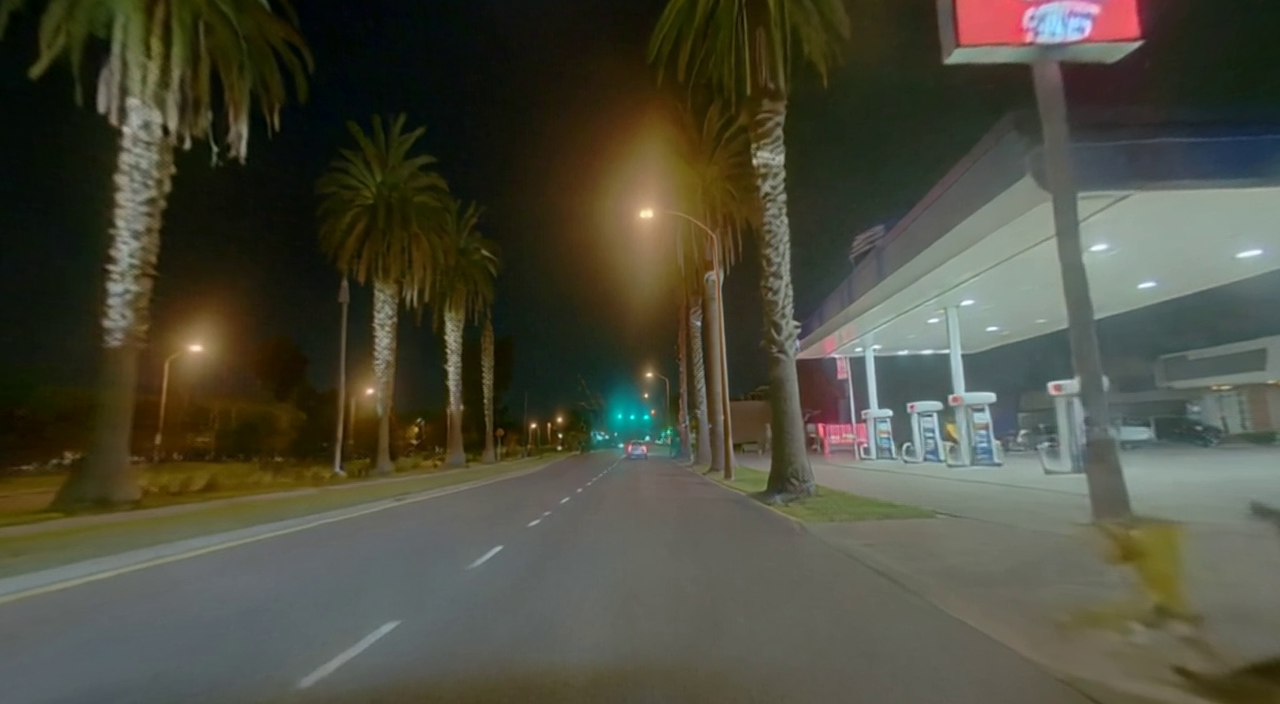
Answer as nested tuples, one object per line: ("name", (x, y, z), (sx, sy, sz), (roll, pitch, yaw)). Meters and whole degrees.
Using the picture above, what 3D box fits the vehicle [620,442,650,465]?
("vehicle", (-0.314, 7.281, 45.362), (2.050, 1.509, 4.148), (1, -8, 0))
